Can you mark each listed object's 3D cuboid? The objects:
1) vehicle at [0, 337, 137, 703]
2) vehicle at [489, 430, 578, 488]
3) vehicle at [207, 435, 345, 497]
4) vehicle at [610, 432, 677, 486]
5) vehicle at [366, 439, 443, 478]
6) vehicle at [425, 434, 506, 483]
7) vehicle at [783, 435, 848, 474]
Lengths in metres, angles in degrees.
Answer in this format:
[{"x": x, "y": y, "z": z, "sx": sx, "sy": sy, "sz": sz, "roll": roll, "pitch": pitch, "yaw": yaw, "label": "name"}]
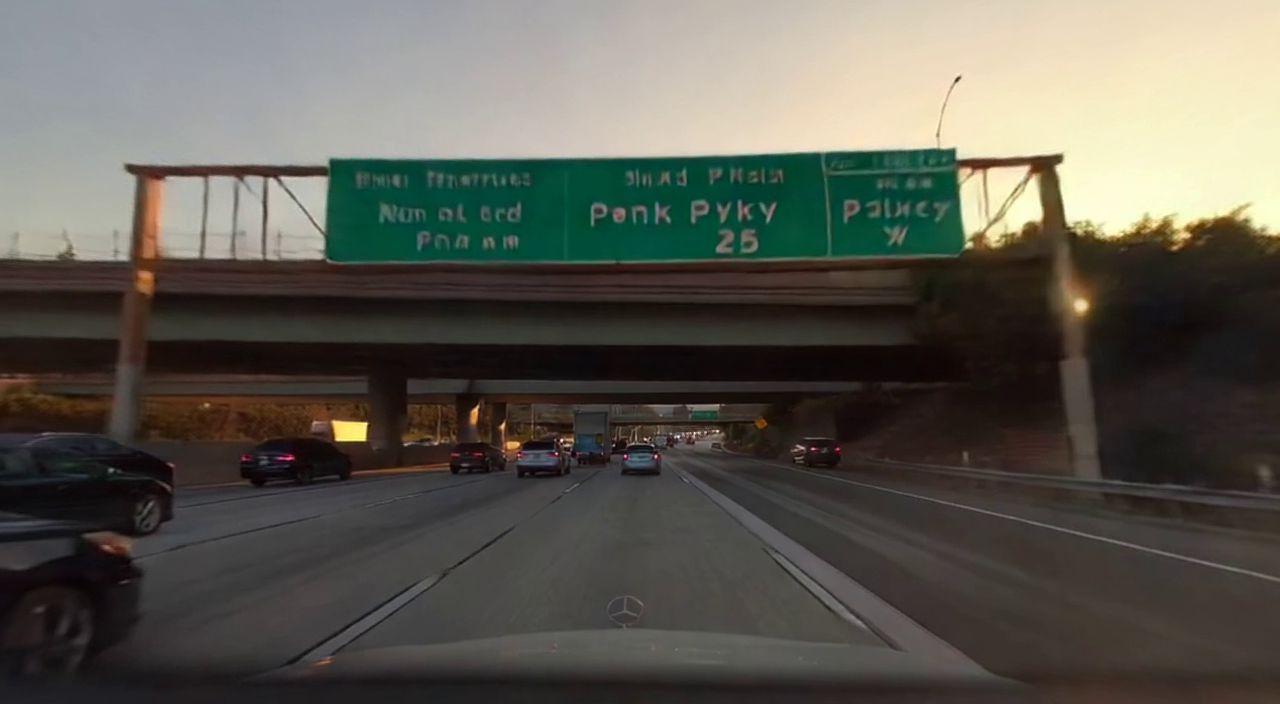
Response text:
[{"x": -3.443, "y": 0.576, "z": 0.660, "sx": 2.209, "sy": 1.711, "sz": 4.296, "roll": 0, "pitch": -8, "yaw": 1, "label": "vehicle"}, {"x": -3.541, "y": 3.677, "z": 21.930, "sx": 2.125, "sy": 1.792, "sz": 4.466, "roll": -1, "pitch": -8, "yaw": 3, "label": "vehicle"}, {"x": -10.980, "y": 3.432, "z": 19.401, "sx": 1.863, "sy": 1.696, "sz": 3.885, "roll": 0, "pitch": -8, "yaw": 1, "label": "vehicle"}, {"x": 0.153, "y": 3.786, "z": 22.581, "sx": 2.180, "sy": 1.716, "sz": 3.920, "roll": 0, "pitch": -8, "yaw": 1, "label": "vehicle"}, {"x": -10.795, "y": 4.908, "z": 29.284, "sx": 1.894, "sy": 1.669, "sz": 4.251, "roll": 0, "pitch": -8, "yaw": 0, "label": "vehicle"}, {"x": -6.949, "y": 4.278, "z": 25.635, "sx": 1.998, "sy": 1.770, "sz": 4.222, "roll": 0, "pitch": -8, "yaw": 1, "label": "vehicle"}, {"x": 8.324, "y": 4.893, "z": 30.299, "sx": 2.026, "sy": 1.718, "sz": 4.522, "roll": -1, "pitch": -8, "yaw": 3, "label": "vehicle"}]
